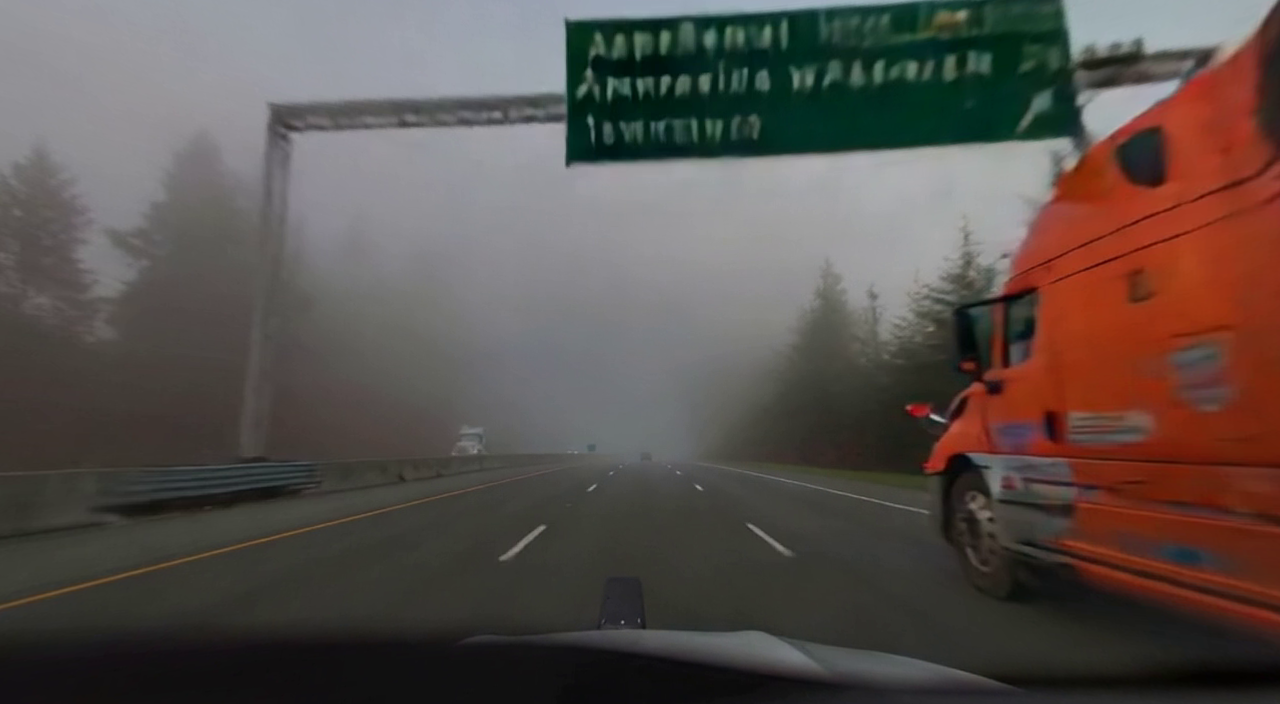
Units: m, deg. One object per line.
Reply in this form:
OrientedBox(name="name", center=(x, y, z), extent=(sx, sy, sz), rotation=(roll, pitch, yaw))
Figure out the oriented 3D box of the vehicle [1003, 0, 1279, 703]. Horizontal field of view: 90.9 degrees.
OrientedBox(name="vehicle", center=(4.394, -0.370, 1.834), extent=(2.976, 3.871, 5.853), rotation=(0, -9, 0))
